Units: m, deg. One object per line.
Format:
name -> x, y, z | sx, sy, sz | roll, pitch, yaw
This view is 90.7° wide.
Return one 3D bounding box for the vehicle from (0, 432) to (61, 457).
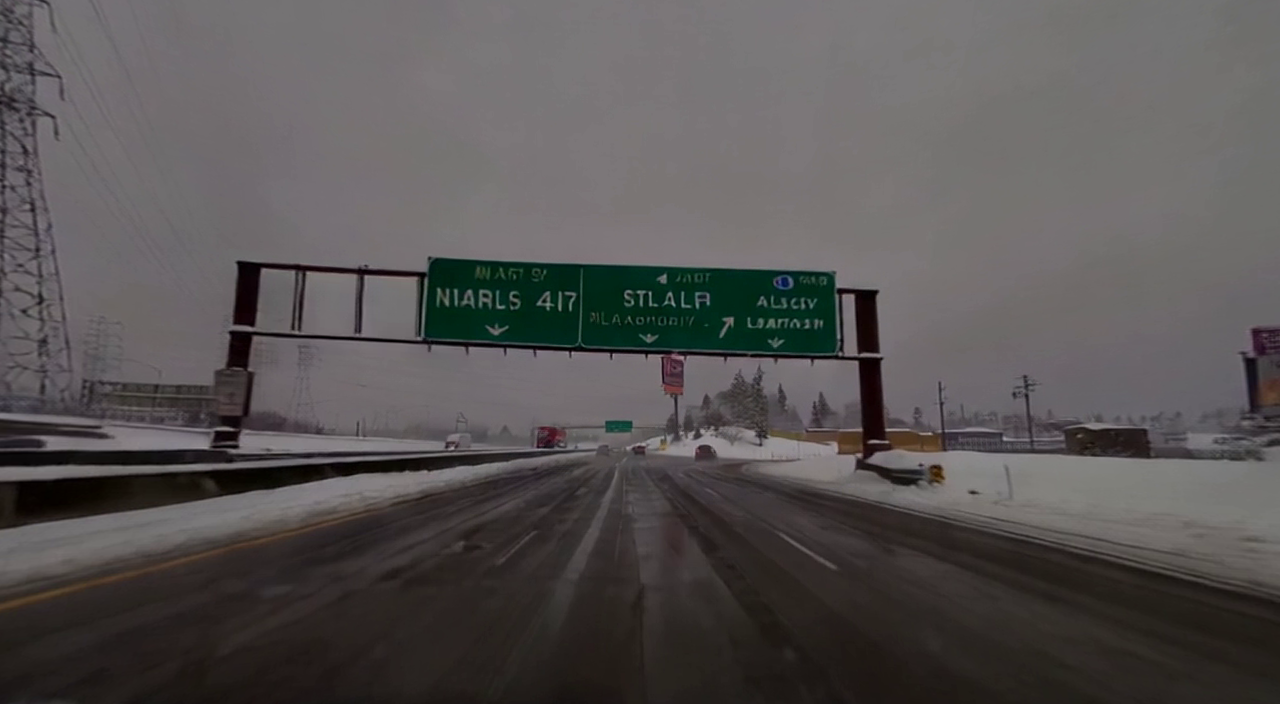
vehicle -> -39.489, 5.839, 39.840 | 1.820, 1.472, 4.489 | 0, -9, 0
